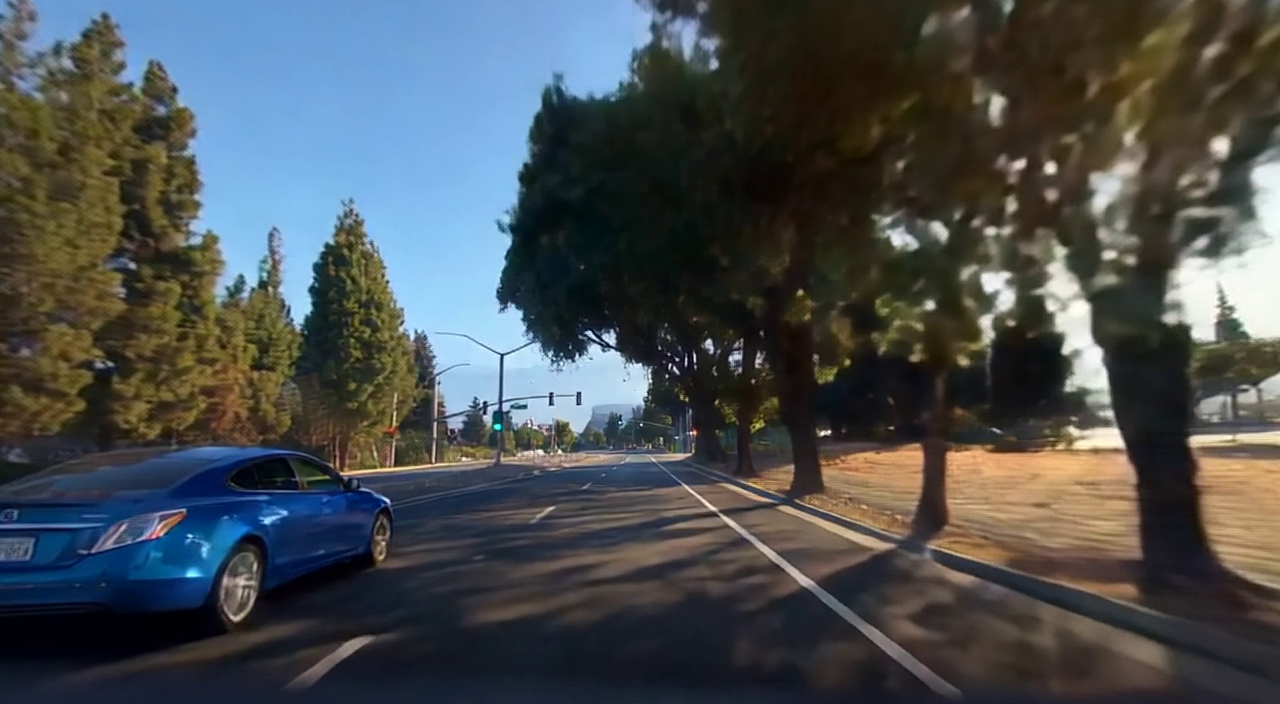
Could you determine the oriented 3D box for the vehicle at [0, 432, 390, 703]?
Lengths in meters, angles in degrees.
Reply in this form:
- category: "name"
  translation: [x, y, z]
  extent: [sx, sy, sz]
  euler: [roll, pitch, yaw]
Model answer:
- category: "vehicle"
  translation: [-3.959, 1.448, 5.354]
  extent: [1.946, 1.437, 4.154]
  euler: [0, -8, 1]
